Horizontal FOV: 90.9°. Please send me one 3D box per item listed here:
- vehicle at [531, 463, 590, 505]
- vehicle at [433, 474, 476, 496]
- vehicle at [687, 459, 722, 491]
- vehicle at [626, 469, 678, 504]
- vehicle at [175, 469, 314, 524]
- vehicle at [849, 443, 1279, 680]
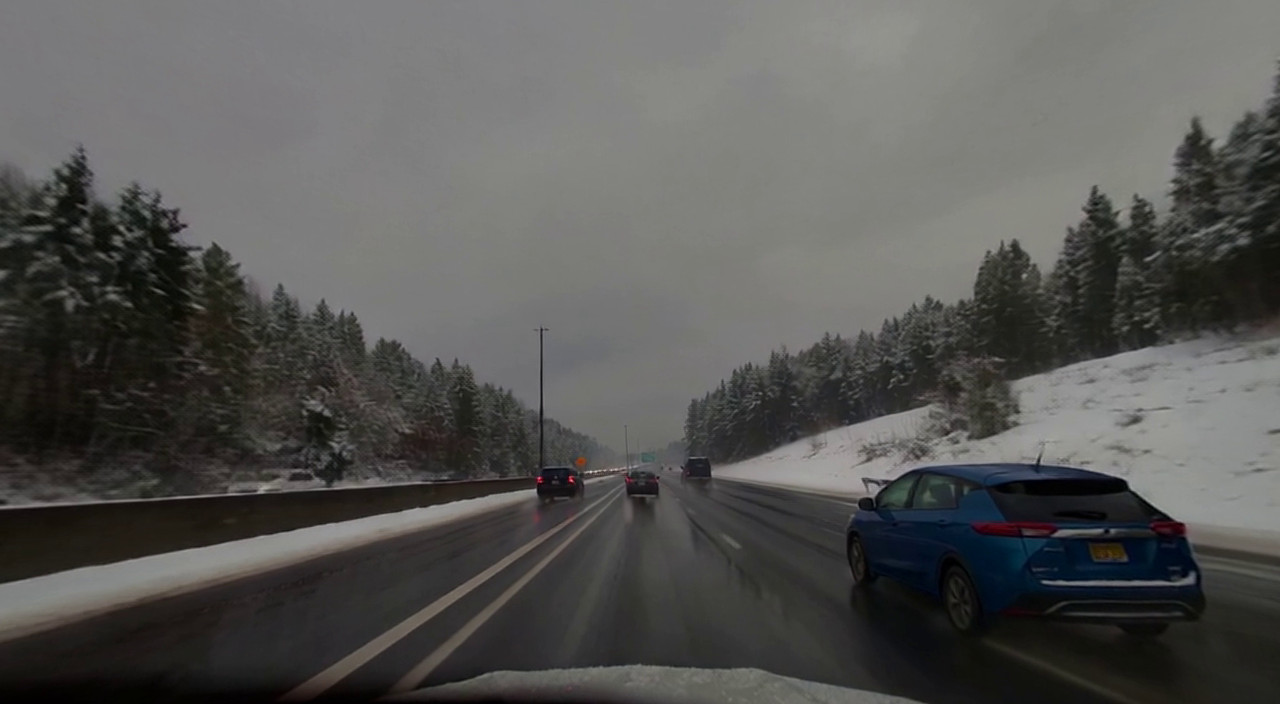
[{"bbox_3d":[-3.540,5.968,28.754,2.021,1.706,4.247,1,-10,1],"label":"vehicle"},{"bbox_3d":[-13.991,10.037,47.772,1.814,1.486,4.645,1,-10,0],"label":"vehicle"},{"bbox_3d":[4.562,8.774,45.011,2.030,2.172,3.621,1,-10,-1],"label":"vehicle"},{"bbox_3d":[0.528,6.173,29.105,2.241,1.425,3.973,1,-10,1],"label":"vehicle"},{"bbox_3d":[-13.185,4.810,21.398,1.921,1.633,4.323,1,-10,-1],"label":"vehicle"},{"bbox_3d":[3.698,1.769,6.231,1.938,1.561,3.786,1,-10,0],"label":"vehicle"}]
